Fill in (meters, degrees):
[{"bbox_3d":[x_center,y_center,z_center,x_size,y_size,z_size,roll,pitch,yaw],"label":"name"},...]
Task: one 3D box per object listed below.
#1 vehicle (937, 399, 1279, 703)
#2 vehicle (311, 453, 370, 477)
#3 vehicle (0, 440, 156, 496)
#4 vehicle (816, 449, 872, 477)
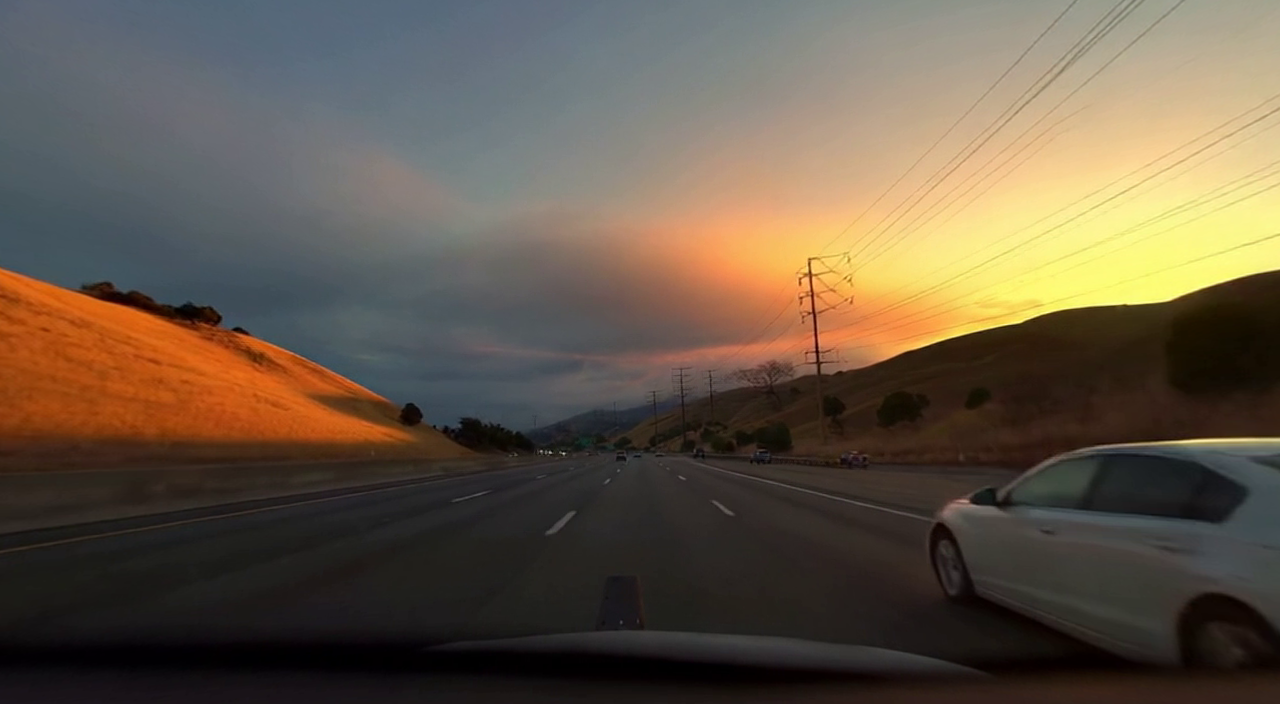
[{"bbox_3d":[3.455,1.036,2.847,2.086,1.542,4.355,0,-9,0],"label":"vehicle"},{"bbox_3d":[-21.274,8.034,44.985,1.922,1.512,4.664,0,-9,0],"label":"vehicle"},{"bbox_3d":[-18.145,3.623,20.018,1.868,1.549,4.503,0,-9,0],"label":"vehicle"},{"bbox_3d":[11.800,6.404,36.629,1.884,1.486,3.770,1,-9,-1],"label":"vehicle"}]
